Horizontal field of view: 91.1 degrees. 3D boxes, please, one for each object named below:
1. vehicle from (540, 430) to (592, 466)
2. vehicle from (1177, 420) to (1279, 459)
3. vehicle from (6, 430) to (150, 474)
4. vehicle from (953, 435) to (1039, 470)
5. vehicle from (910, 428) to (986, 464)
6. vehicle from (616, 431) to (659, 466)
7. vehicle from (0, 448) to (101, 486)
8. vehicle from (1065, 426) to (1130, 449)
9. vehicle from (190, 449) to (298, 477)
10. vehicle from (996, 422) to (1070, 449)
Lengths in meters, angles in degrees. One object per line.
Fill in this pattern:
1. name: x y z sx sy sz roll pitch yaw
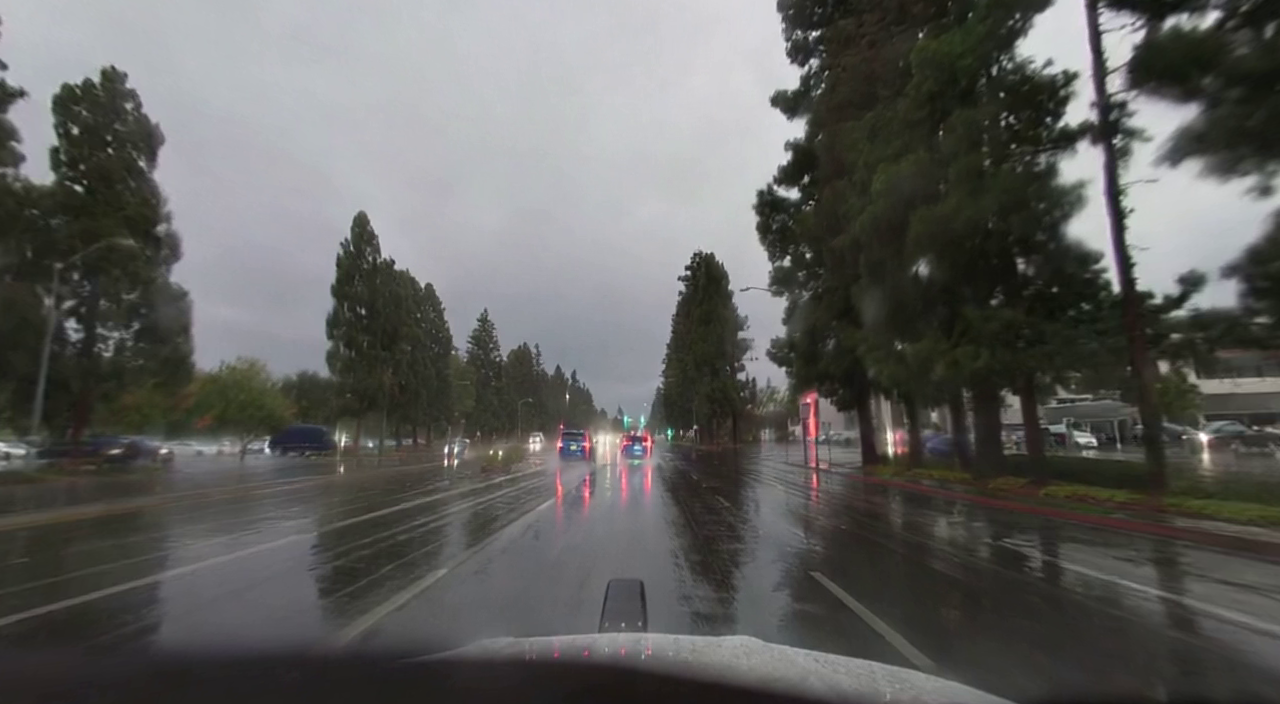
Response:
1. vehicle: -3.772 5.004 32.835 2.113 1.713 4.422 0 -8 1
2. vehicle: 33.382 4.737 34.579 2.214 1.871 5.919 -1 -6 -3
3. vehicle: -35.410 6.286 39.674 6.696 2.642 2.566 0 -8 4
4. vehicle: 14.864 4.153 26.135 3.703 1.353 1.993 8 -11 -42
5. vehicle: 14.813 4.485 30.100 1.944 1.595 4.090 -8 -12 44
6. vehicle: -0.103 4.882 31.884 2.042 1.641 4.187 0 -8 0
7. vehicle: -28.205 5.294 29.192 4.578 1.662 2.064 -1 -9 8
8. vehicle: 35.071 6.600 48.224 1.903 1.630 3.895 0 -8 -1
9. vehicle: -21.804 6.103 34.799 2.026 1.425 4.595 -4 -9 26
10. vehicle: 30.483 6.563 48.911 2.225 1.995 5.253 0 -8 -1
